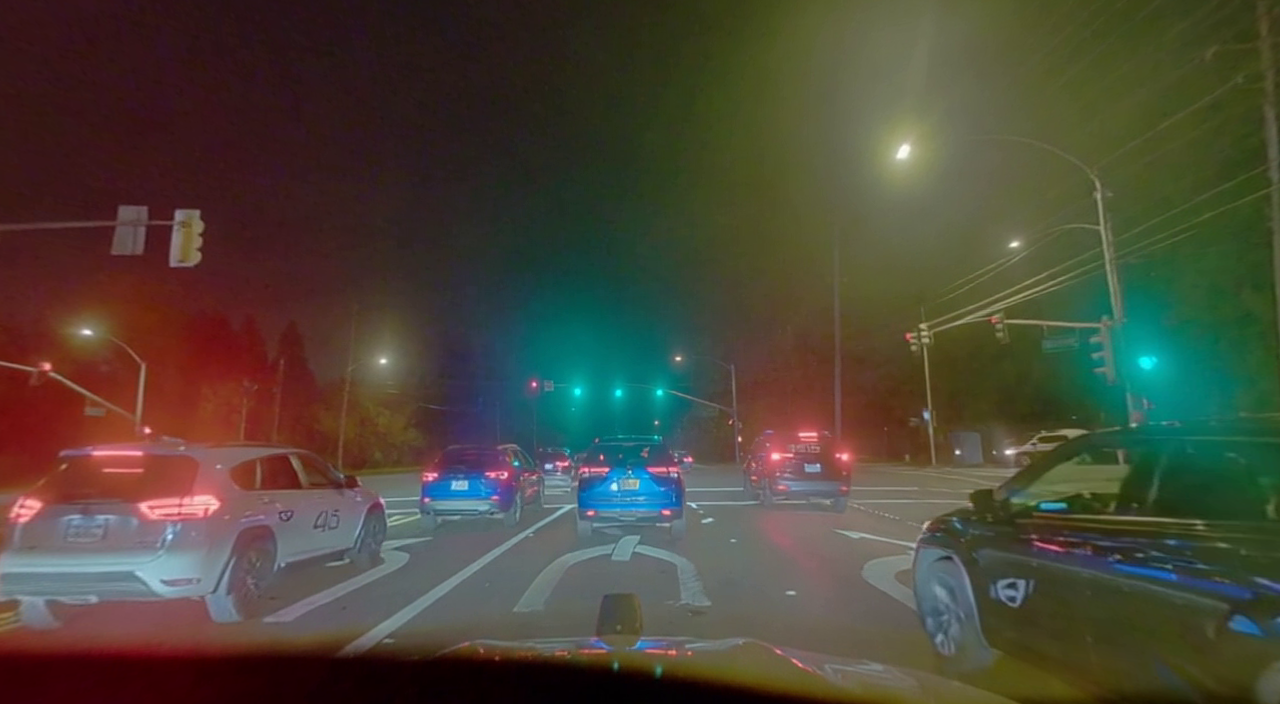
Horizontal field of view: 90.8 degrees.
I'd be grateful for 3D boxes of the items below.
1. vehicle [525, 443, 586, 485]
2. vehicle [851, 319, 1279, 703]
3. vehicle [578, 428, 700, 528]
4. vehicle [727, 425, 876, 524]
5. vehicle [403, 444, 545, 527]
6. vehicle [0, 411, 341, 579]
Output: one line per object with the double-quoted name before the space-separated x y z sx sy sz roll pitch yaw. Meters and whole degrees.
"vehicle" -3.538 4.776 27.275 1.939 1.652 4.268 0 -9 1
"vehicle" 2.766 0.926 2.895 2.034 1.655 4.465 0 -9 0
"vehicle" -0.024 2.502 13.077 2.111 1.712 4.078 0 -9 0
"vehicle" 3.286 2.598 13.942 1.999 1.789 4.583 0 -9 -1
"vehicle" -3.325 2.748 13.664 1.881 1.466 4.484 0 -9 -1
"vehicle" -6.585 1.909 9.265 2.116 1.812 4.609 0 -9 0
